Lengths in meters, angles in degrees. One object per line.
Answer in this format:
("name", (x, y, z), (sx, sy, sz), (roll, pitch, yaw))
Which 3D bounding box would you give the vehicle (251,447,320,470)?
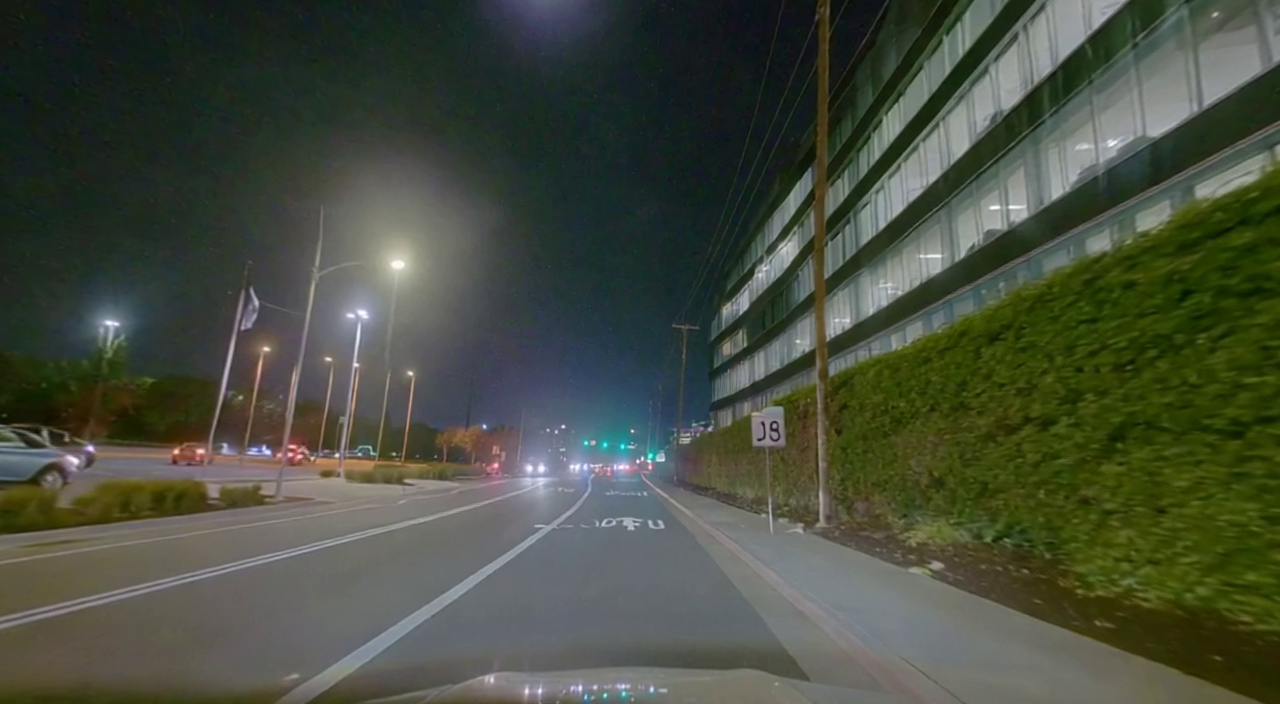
("vehicle", (-27.170, 8.163, 48.180), (4.630, 1.710, 2.035), (-4, -11, 22))

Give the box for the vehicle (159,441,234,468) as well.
("vehicle", (-29.333, 6.799, 41.529), (3.973, 1.647, 1.896), (-3, -11, 19))

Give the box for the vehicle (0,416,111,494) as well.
("vehicle", (-14.678, 2.298, 14.027), (1.913, 1.640, 4.260), (0, -10, 1))
